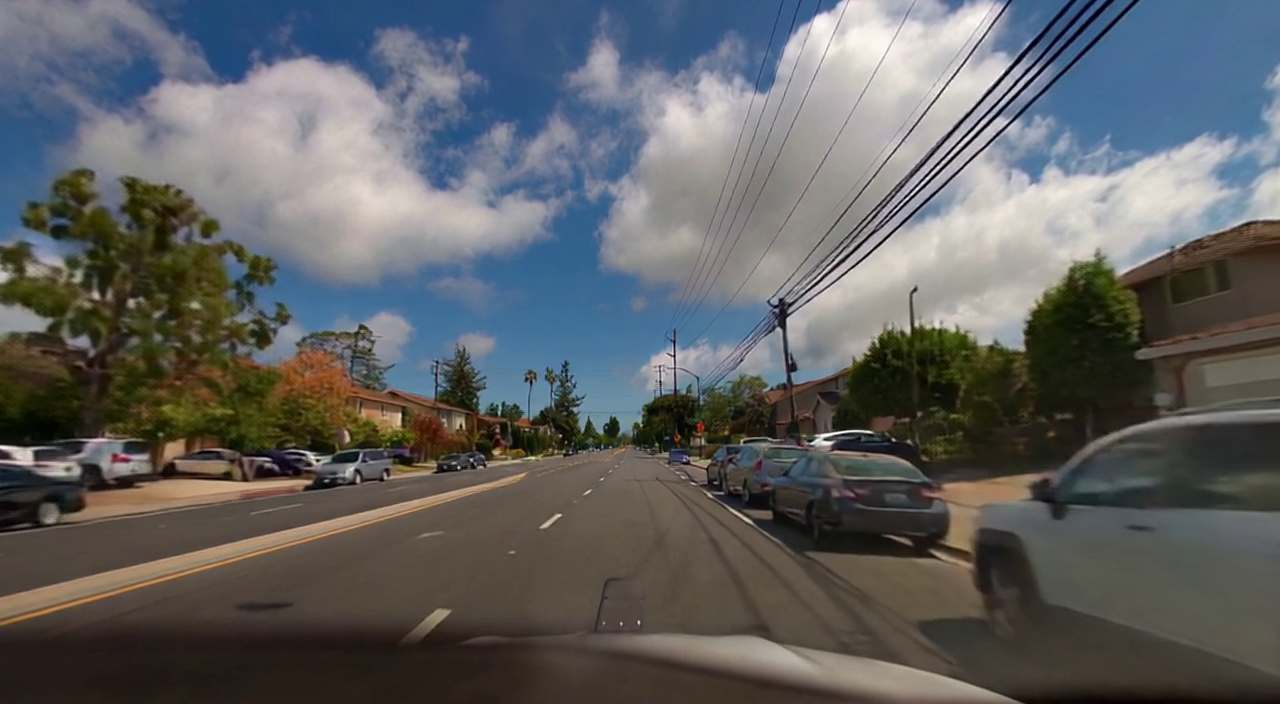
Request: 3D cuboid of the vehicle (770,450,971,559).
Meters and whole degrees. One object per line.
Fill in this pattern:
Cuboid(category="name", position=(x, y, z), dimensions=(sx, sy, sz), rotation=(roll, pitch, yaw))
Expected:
Cuboid(category="vehicle", position=(3.509, 2.357, 10.661), dimensions=(1.818, 1.400, 4.640), rotation=(0, -9, 3))

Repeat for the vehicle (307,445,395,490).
Cuboid(category="vehicle", position=(-13.672, 5.452, 30.244), dimensions=(2.137, 1.852, 4.541), rotation=(-2, -8, 0))

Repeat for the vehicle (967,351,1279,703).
Cuboid(category="vehicle", position=(3.482, 0.871, 2.361), dimensions=(2.045, 1.746, 4.564), rotation=(0, -9, 0))

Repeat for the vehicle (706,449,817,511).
Cuboid(category="vehicle", position=(3.049, 3.320, 16.957), dimensions=(1.866, 1.414, 4.604), rotation=(1, -9, -3))

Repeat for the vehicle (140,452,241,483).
Cuboid(category="vehicle", position=(-22.116, 5.685, 31.190), dimensions=(3.692, 1.441, 1.625), rotation=(0, -9, -2))

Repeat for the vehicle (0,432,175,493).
Cuboid(category="vehicle", position=(-21.906, 4.352, 24.861), dimensions=(5.504, 2.069, 2.216), rotation=(-2, -9, 2))

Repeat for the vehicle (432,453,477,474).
Cuboid(category="vehicle", position=(-14.056, 8.458, 48.110), dimensions=(2.011, 1.480, 4.644), rotation=(0, -9, 0))
